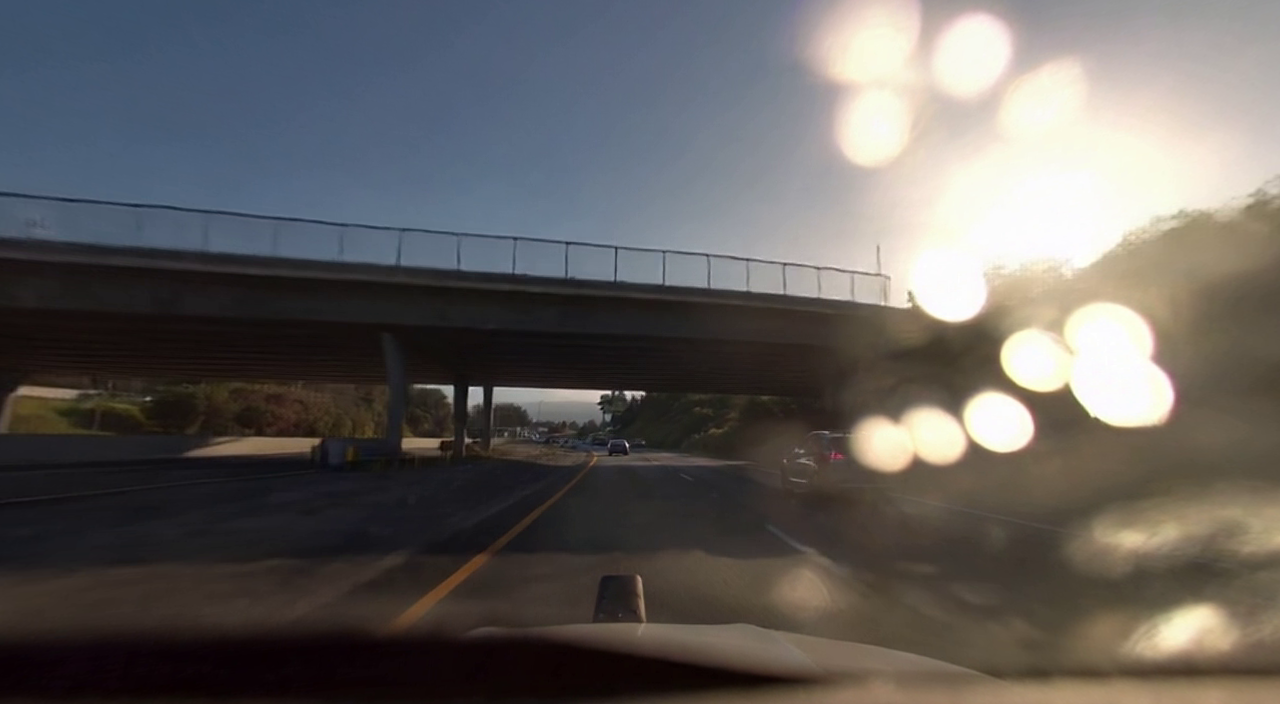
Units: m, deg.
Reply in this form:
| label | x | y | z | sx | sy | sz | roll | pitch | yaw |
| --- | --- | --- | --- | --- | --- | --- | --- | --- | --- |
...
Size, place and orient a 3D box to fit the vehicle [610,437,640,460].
| label | x | y | z | sx | sy | sz | roll | pitch | yaw |
| --- | --- | --- | --- | --- | --- | --- | --- | --- | --- |
| vehicle | -1.092 | 6.719 | 43.731 | 1.998 | 1.512 | 3.735 | 0 | -8 | -3 |

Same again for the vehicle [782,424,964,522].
| label | x | y | z | sx | sy | sz | roll | pitch | yaw |
| --- | --- | --- | --- | --- | --- | --- | --- | --- | --- |
| vehicle | 4.047 | 2.144 | 11.663 | 1.852 | 1.513 | 3.652 | 0 | -8 | -2 |
